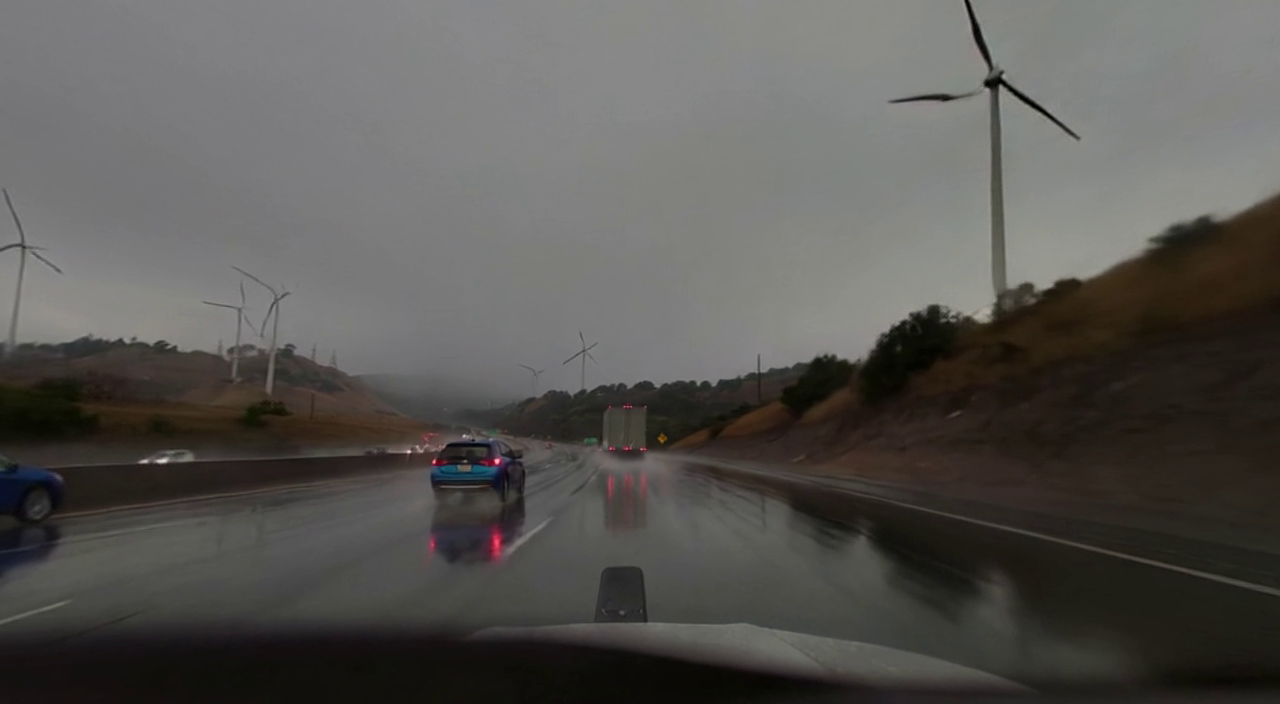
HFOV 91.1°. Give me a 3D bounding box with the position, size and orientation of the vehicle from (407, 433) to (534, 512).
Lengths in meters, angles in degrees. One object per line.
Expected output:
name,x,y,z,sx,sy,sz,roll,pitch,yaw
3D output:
vehicle,-3.986,2.882,15.502,2.109,1.684,3.783,0,-8,0

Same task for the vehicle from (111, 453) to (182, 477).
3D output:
vehicle,-33.460,7.663,42.704,1.772,1.429,3.913,0,-8,-3
